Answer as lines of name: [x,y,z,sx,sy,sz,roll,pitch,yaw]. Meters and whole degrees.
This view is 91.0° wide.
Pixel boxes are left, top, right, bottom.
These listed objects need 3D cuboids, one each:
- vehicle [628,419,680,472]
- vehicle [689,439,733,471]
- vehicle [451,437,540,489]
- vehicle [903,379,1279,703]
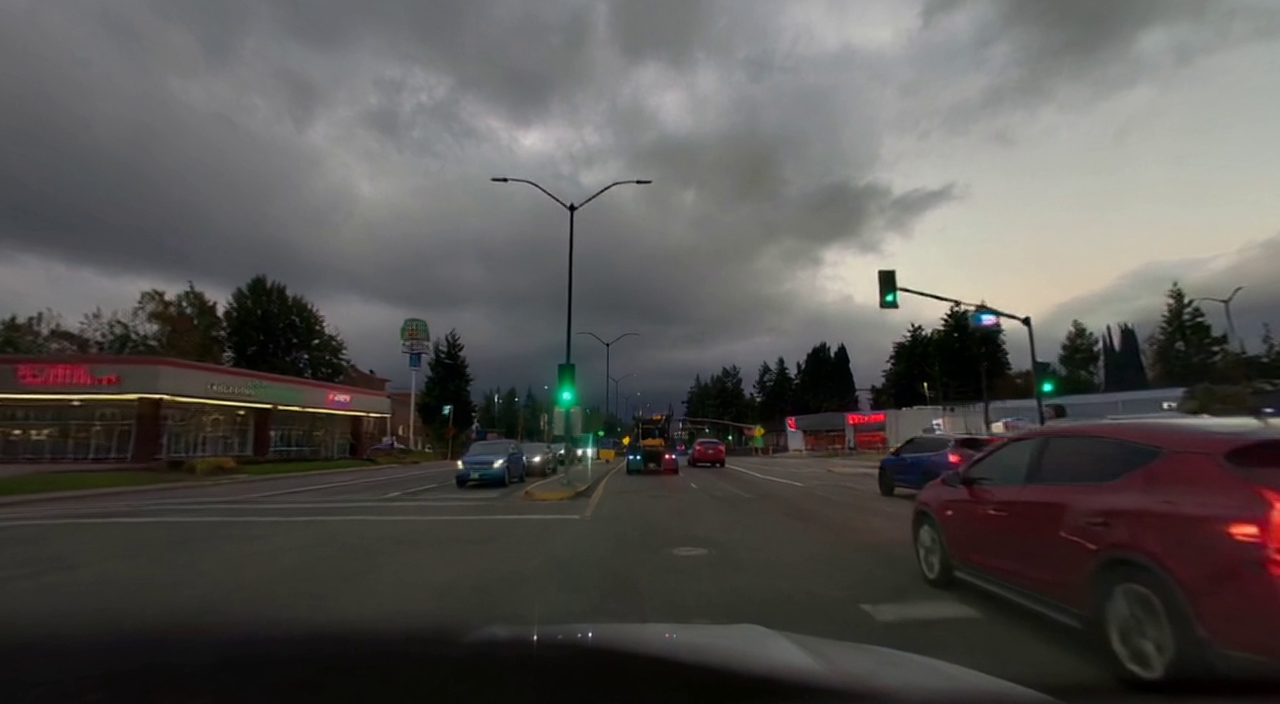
vehicle: [0.663,4.854,32.931,2.370,2.518,3.858,-1,-7,-3]
vehicle: [4.072,5.942,36.720,2.025,1.754,4.311,0,-8,-1]
vehicle: [-4.633,3.610,20.916,2.001,1.518,4.316,0,-8,-1]
vehicle: [3.602,1.156,4.151,2.025,1.618,3.949,0,-8,0]
